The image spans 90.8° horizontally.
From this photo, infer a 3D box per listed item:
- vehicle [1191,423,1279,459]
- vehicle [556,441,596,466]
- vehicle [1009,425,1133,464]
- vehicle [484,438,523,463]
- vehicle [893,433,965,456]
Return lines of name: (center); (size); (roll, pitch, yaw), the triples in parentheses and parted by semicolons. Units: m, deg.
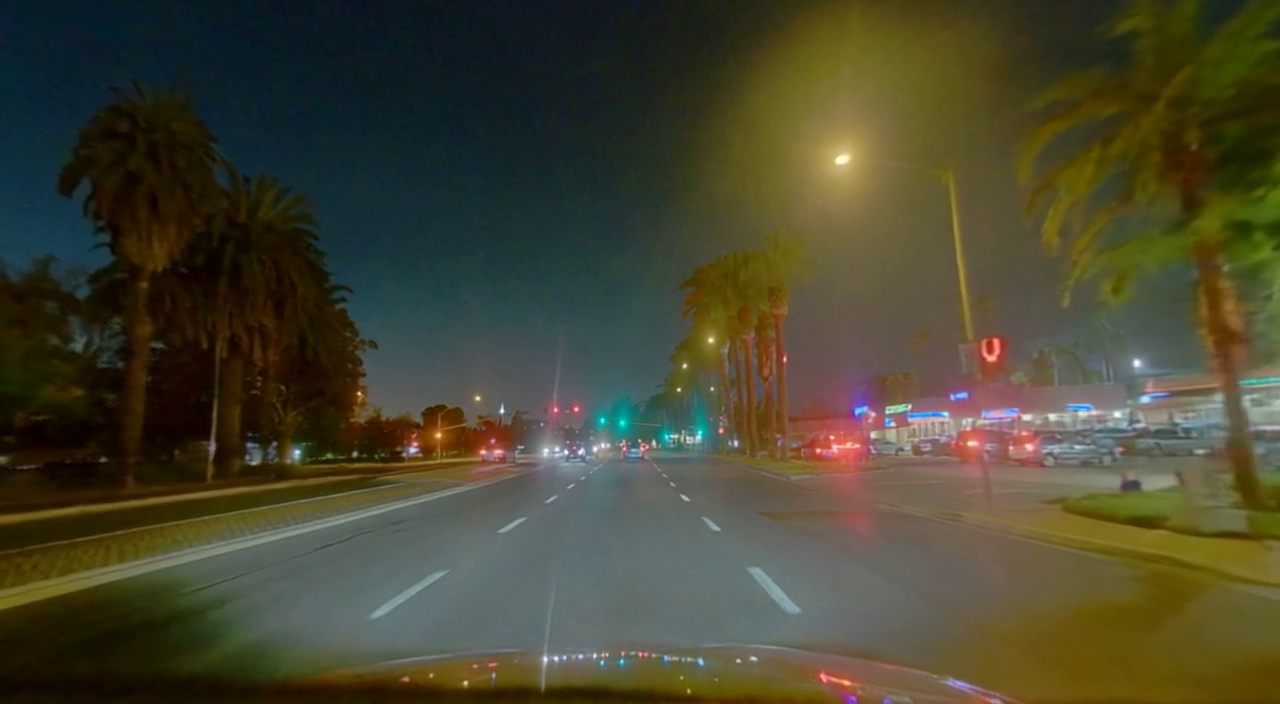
vehicle: (27.175, 3.828, 27.063); (4.809, 1.499, 2.130); (-4, -10, 23)
vehicle: (-4.004, 6.422, 40.214); (2.181, 1.483, 4.123); (0, -9, -1)
vehicle: (20.534, 4.458, 30.378); (4.548, 1.741, 1.971); (-4, -10, 25)
vehicle: (-10.407, 7.533, 48.377); (2.022, 1.746, 4.406); (0, -9, 0)
vehicle: (20.997, 6.759, 45.894); (4.505, 1.584, 2.015); (-5, -10, 27)
